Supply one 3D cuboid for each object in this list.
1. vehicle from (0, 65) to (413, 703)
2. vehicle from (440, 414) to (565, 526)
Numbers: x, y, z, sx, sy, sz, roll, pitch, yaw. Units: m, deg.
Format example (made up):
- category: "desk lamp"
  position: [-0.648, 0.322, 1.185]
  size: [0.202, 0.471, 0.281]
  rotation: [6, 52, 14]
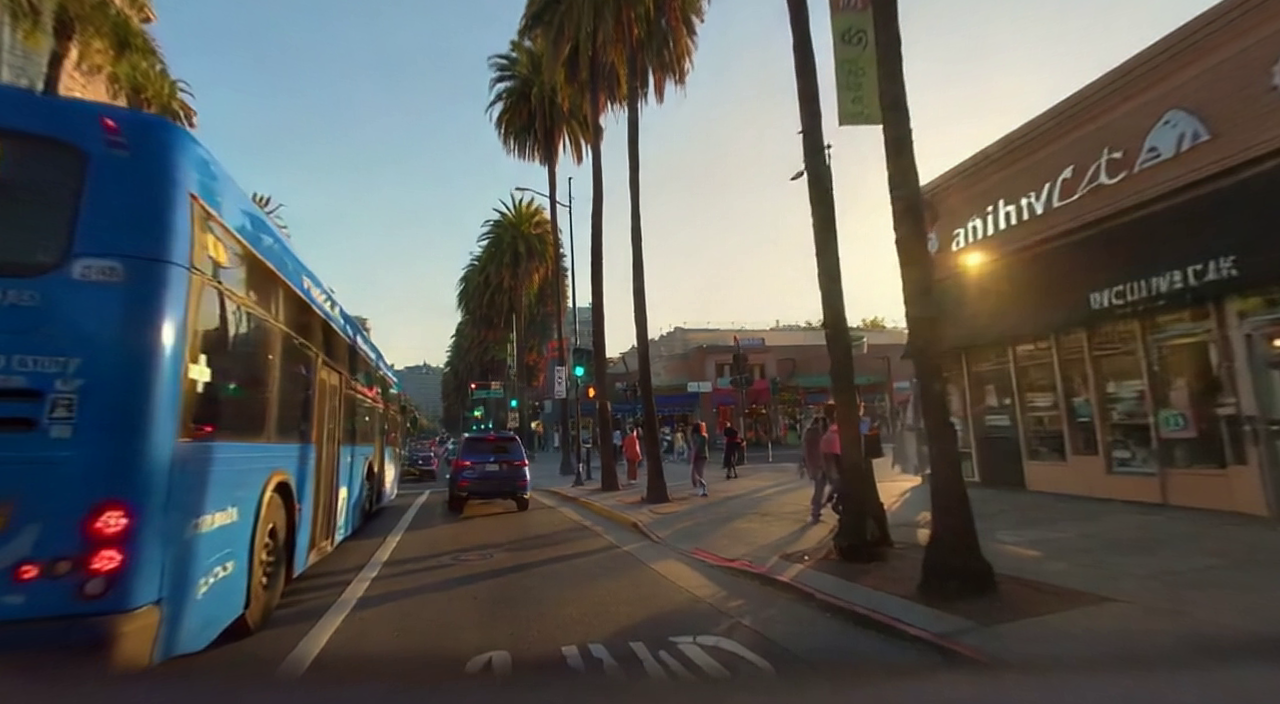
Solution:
- category: "vehicle"
  position: [-5.152, 0.984, 8.344]
  size: [2.863, 3.233, 11.573]
  rotation: [2, -9, -14]
- category: "vehicle"
  position: [-3.034, 2.378, 13.219]
  size: [2.002, 1.907, 4.211]
  rotation: [3, -9, -19]
